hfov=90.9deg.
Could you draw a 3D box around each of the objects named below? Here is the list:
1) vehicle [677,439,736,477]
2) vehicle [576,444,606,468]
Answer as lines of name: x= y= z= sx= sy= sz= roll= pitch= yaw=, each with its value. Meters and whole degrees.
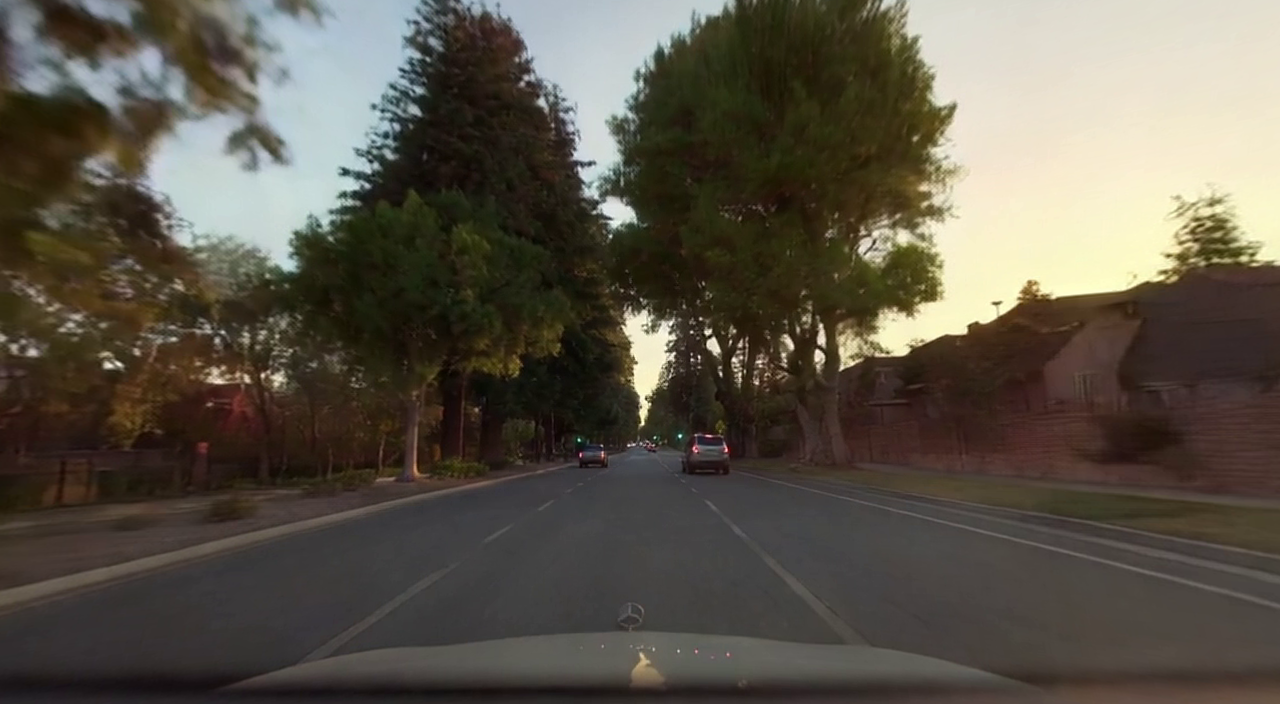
vehicle: x=3.105 y=5.091 z=30.559 sx=2.321 sy=1.695 sz=5.037 roll=0 pitch=-8 yaw=0
vehicle: x=-3.809 y=8.072 z=49.299 sx=2.002 sy=1.747 sz=4.728 roll=0 pitch=-8 yaw=0
